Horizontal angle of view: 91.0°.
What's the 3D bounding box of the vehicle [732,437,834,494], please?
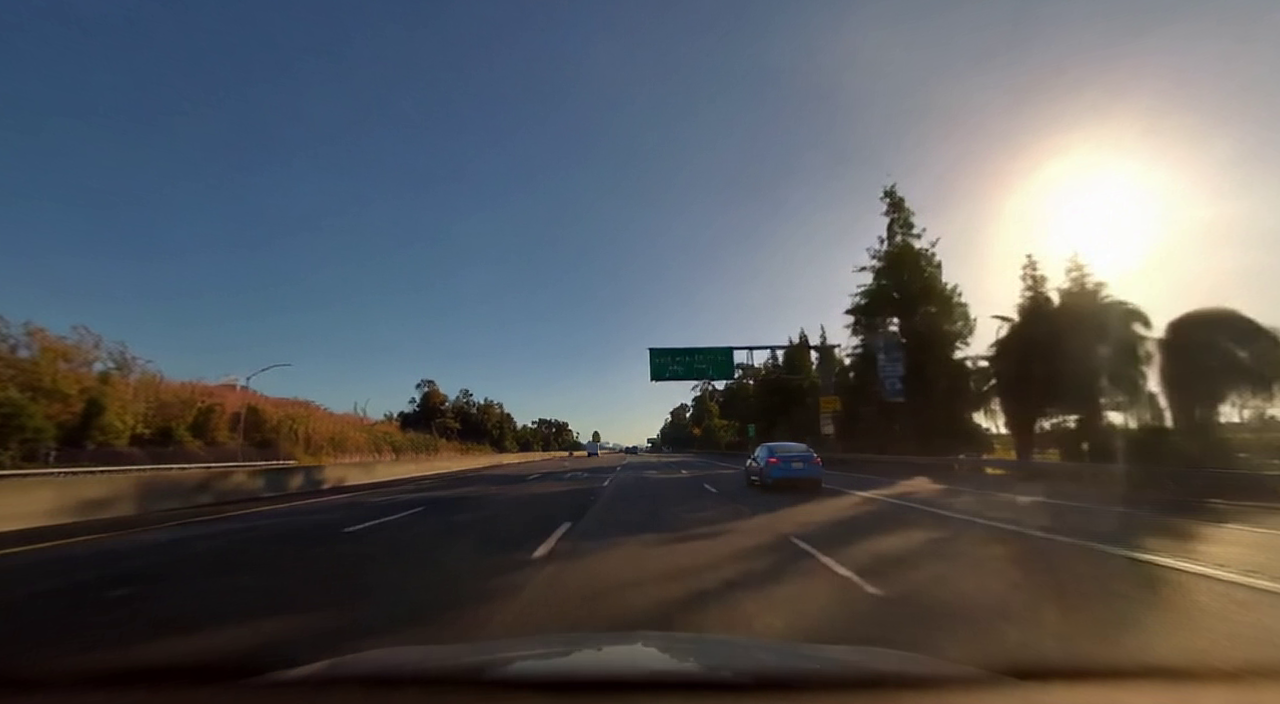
[{"bbox_3d":[4.165,3.387,19.148,2.033,1.501,4.398,0,-9,-1],"label":"vehicle"}]
